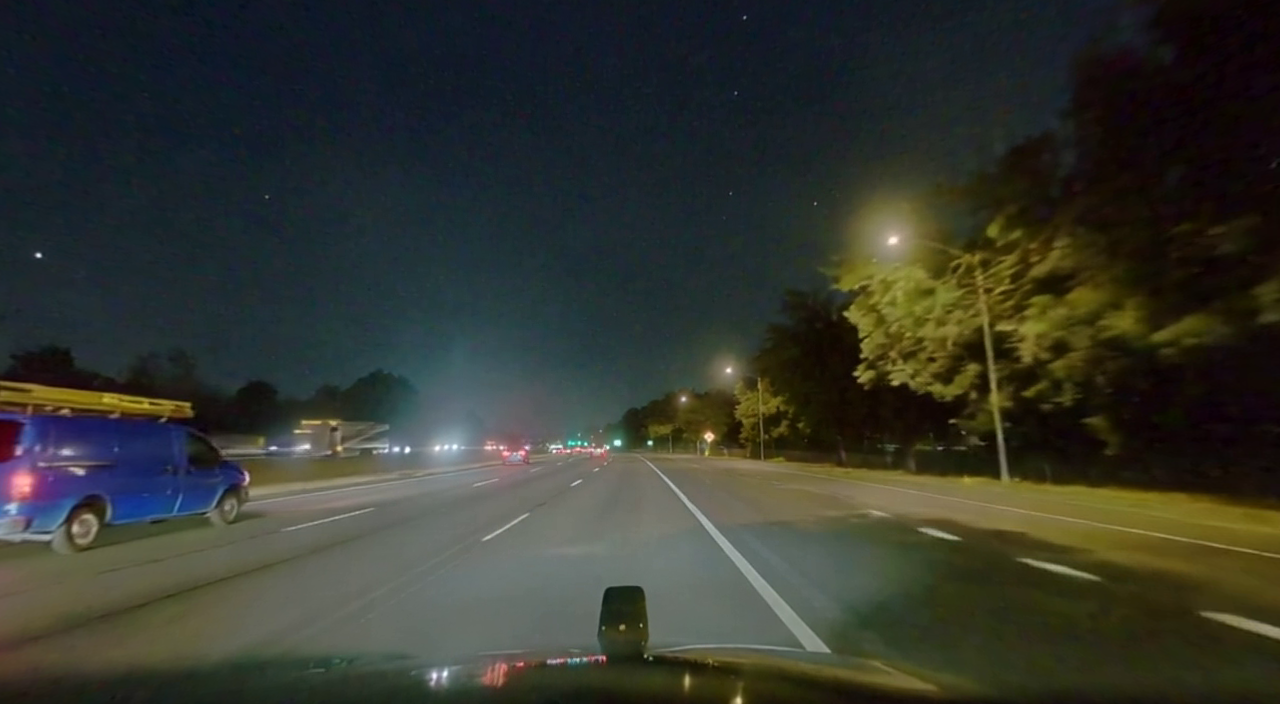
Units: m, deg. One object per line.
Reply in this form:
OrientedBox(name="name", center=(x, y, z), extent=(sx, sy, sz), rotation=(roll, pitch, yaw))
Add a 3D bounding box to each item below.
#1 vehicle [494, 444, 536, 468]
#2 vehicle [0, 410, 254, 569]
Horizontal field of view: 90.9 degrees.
OrientedBox(name="vehicle", center=(-8.339, 6.991, 42.495), extent=(1.958, 1.499, 4.437), rotation=(0, -9, 0))
OrientedBox(name="vehicle", center=(-8.190, 1.865, 9.186), extent=(2.093, 1.752, 4.771), rotation=(0, -9, 0))
